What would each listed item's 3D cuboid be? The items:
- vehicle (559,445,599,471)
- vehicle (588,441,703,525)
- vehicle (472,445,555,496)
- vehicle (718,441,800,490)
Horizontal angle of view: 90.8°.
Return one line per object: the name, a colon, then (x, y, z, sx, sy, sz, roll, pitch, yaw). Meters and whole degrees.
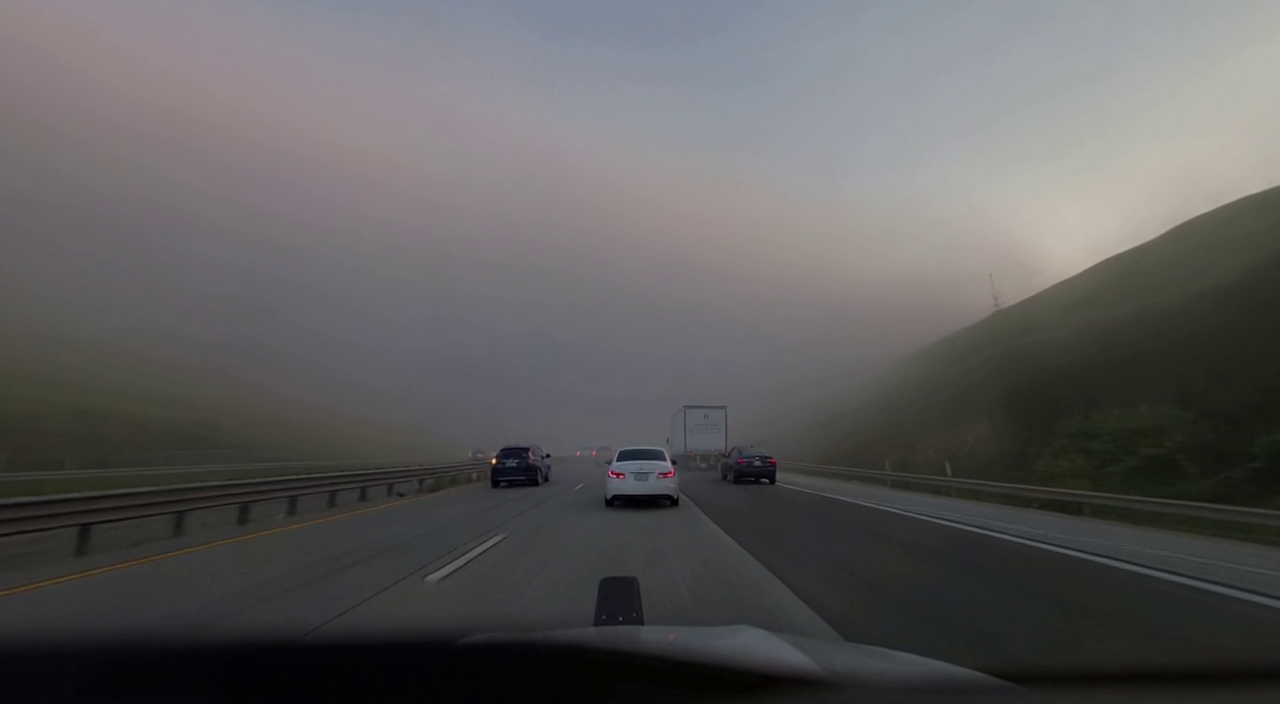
vehicle: (-4.069, 7.213, 42.979, 2.211, 1.669, 4.224, 0, -9, 1)
vehicle: (0.103, 2.623, 13.088, 2.041, 1.484, 3.535, 0, -9, 0)
vehicle: (-4.033, 3.856, 20.821, 1.848, 1.486, 3.832, 0, -9, 1)
vehicle: (4.129, 4.037, 22.751, 2.029, 1.579, 4.484, 0, -9, -1)
